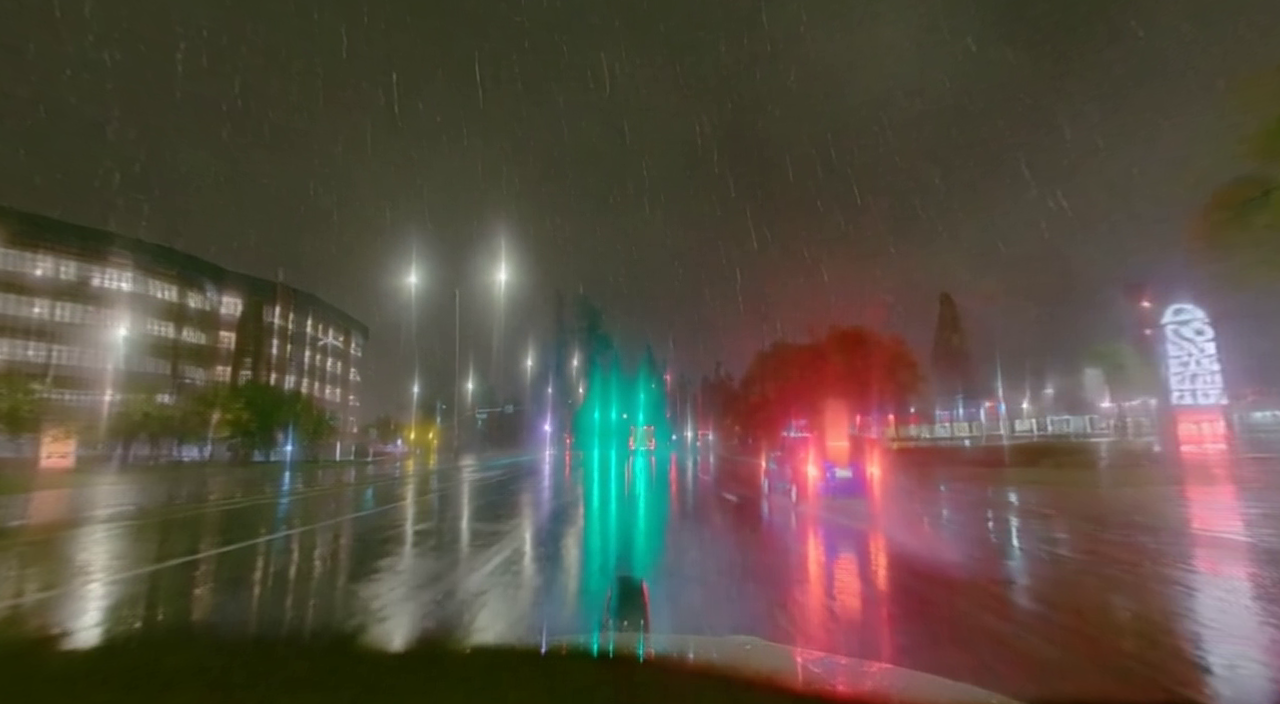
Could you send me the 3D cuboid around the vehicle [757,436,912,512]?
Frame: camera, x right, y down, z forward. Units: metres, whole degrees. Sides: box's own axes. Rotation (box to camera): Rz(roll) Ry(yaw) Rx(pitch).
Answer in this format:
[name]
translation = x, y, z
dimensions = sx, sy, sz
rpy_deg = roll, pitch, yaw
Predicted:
[vehicle]
translation = 4.217, 2.716, 14.608
dimensions = 2.005, 1.442, 4.675
rpy_deg = 0, -8, -1
